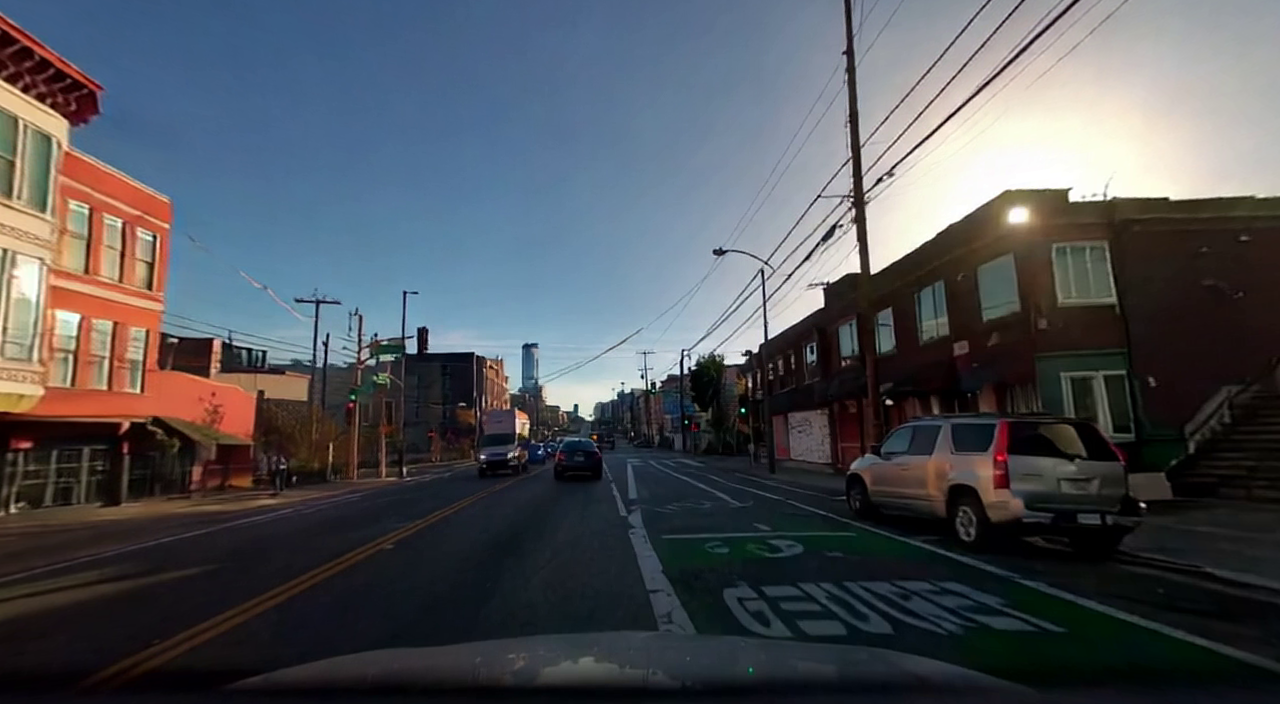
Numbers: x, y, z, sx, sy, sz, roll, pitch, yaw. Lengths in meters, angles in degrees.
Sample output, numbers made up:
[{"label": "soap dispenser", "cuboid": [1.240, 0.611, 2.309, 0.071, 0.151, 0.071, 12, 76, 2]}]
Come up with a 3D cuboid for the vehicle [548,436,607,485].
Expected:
[{"label": "vehicle", "cuboid": [-2.246, 3.995, 23.557, 1.980, 1.635, 3.795, 0, -8, -3]}]

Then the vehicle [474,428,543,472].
[{"label": "vehicle", "cuboid": [-7.490, 5.723, 37.088, 2.704, 2.334, 7.209, 0, -8, -2]}]

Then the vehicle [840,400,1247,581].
[{"label": "vehicle", "cuboid": [5.276, 1.895, 9.688, 2.197, 1.917, 5.637, 0, -8, -4]}]
